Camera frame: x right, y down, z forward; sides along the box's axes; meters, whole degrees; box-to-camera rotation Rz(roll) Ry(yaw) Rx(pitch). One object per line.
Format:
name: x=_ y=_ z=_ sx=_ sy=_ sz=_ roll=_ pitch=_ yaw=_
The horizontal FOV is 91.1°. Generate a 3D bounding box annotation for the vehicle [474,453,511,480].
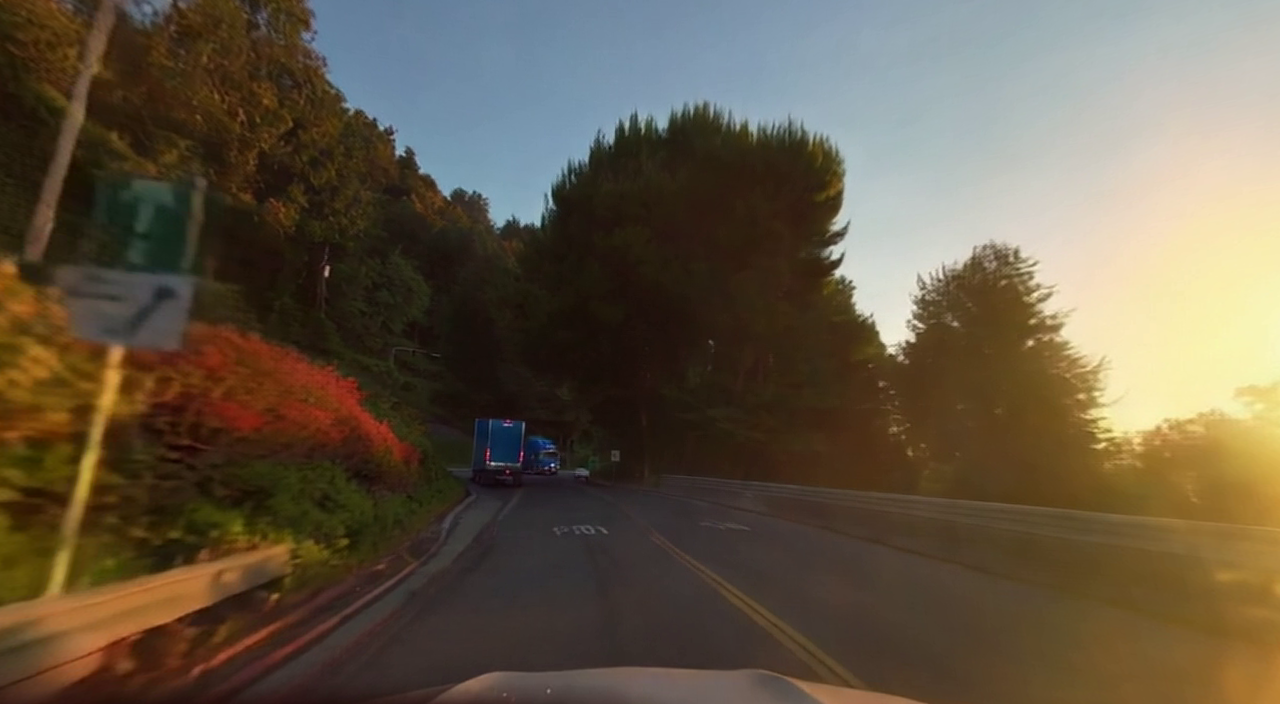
vehicle: x=-9.022 y=7.049 z=38.688 sx=2.039 sy=1.536 sz=3.648 roll=3 pitch=-11 yaw=-11

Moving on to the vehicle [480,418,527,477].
vehicle: x=-10.191 y=7.393 z=47.703 sx=3.025 sy=4.012 sz=8.399 roll=3 pitch=-11 yaw=-10
